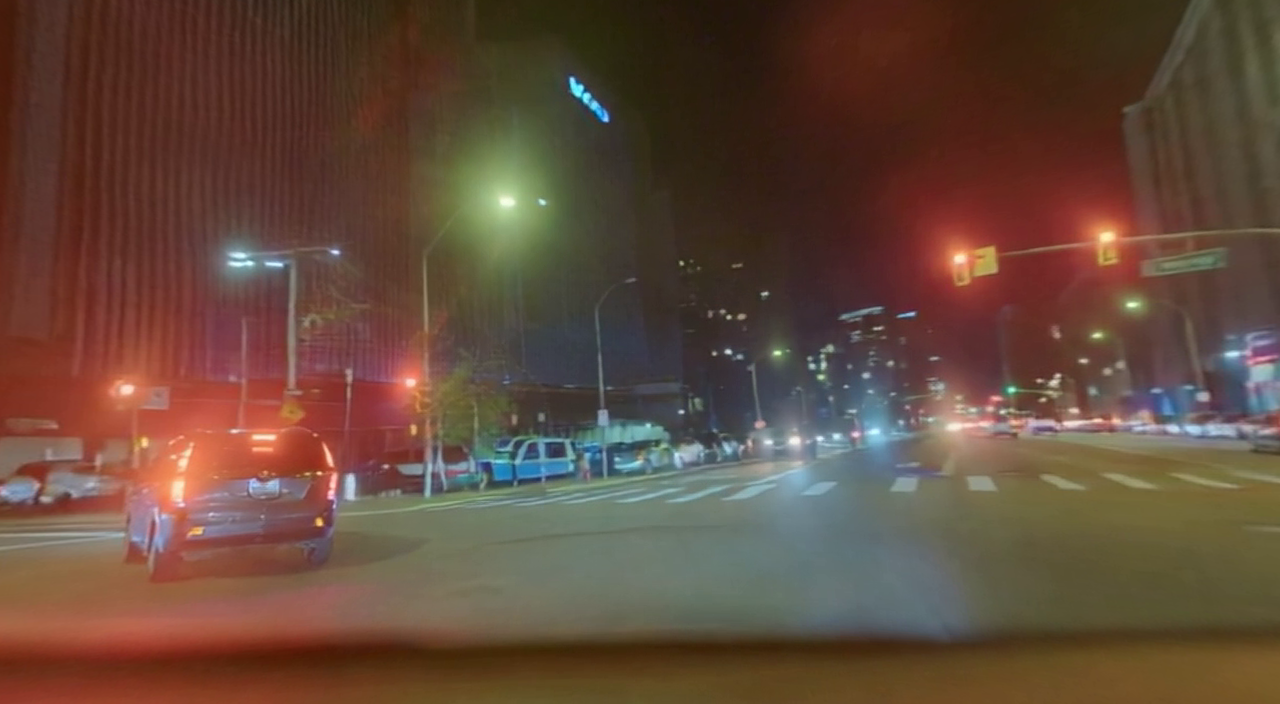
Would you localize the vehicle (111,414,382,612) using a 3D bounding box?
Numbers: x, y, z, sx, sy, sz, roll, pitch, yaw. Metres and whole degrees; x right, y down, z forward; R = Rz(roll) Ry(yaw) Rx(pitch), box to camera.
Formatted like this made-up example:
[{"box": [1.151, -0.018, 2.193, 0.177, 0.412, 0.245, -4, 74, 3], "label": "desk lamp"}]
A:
[{"box": [-5.498, 1.884, 8.511, 2.157, 1.863, 4.665, 7, -11, -42], "label": "vehicle"}]

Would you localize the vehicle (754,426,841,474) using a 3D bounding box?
[{"box": [5.732, 3.440, 22.477, 2.149, 1.487, 4.667, -4, -9, 24], "label": "vehicle"}]

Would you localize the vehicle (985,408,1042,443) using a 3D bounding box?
[{"box": [22.353, 4.479, 37.957, 2.115, 1.932, 5.189, -4, -8, 22], "label": "vehicle"}]

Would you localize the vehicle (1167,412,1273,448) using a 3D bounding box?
[{"box": [24.976, 3.416, 27.359, 1.863, 1.426, 4.494, -4, -8, 23], "label": "vehicle"}]

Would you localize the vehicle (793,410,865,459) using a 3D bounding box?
[{"box": [8.926, 3.881, 29.429, 2.428, 2.035, 5.636, -4, -9, 23], "label": "vehicle"}]

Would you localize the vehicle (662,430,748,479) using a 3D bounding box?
[{"box": [2.422, 3.616, 22.597, 1.931, 1.561, 3.882, -4, -8, 23], "label": "vehicle"}]

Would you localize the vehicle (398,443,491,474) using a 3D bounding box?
[{"box": [-9.765, 5.275, 31.474, 4.286, 1.210, 1.877, -3, -4, 26], "label": "vehicle"}]

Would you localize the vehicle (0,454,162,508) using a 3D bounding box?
[{"box": [-22.103, 4.875, 24.460, 2.060, 1.732, 5.462, 0, -9, 13], "label": "vehicle"}]

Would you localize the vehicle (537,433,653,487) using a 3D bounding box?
[{"box": [-1.457, 3.847, 23.065, 1.993, 1.708, 5.219, -4, -9, 24], "label": "vehicle"}]
